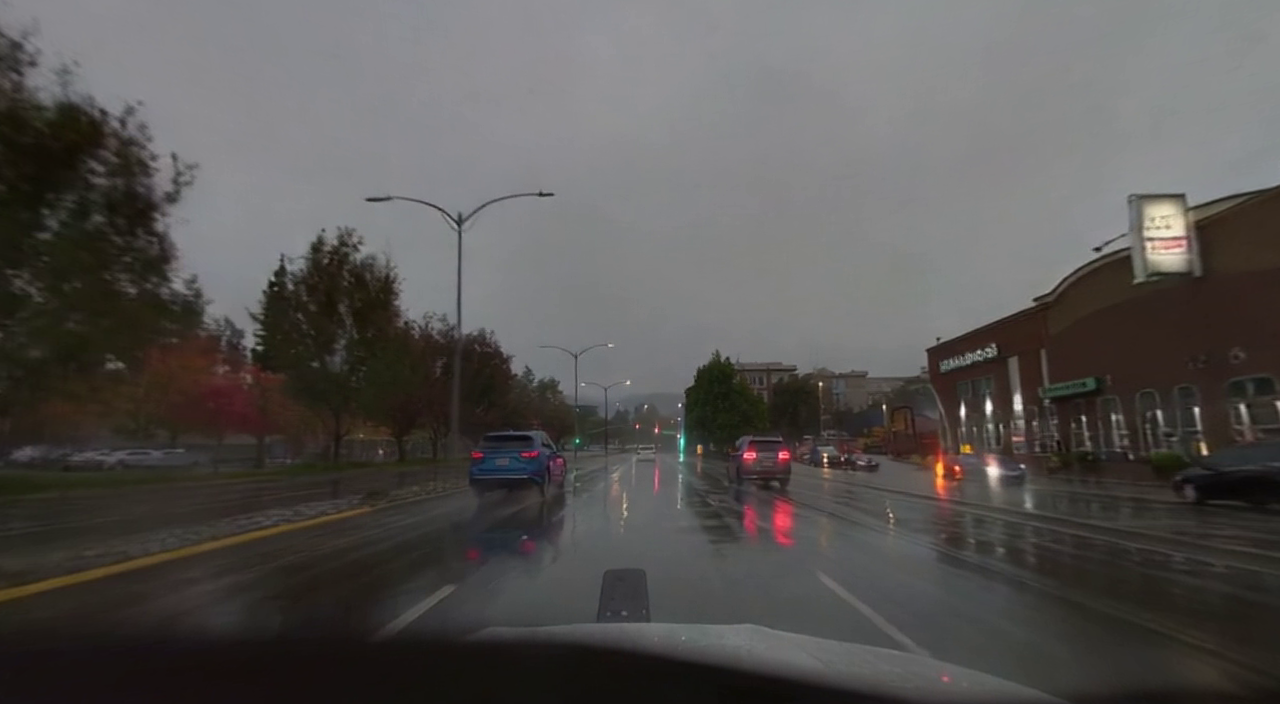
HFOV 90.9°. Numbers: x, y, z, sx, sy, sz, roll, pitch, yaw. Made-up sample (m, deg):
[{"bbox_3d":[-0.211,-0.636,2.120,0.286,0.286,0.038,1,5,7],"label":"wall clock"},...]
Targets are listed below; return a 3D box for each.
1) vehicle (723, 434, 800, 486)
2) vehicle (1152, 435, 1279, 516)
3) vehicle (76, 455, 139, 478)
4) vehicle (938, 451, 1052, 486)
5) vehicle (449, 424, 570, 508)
[{"bbox_3d":[4.518,4.086,24.151,2.083,1.779,4.347,0,-8,0],"label":"vehicle"},{"bbox_3d":[14.865,2.797,14.377,1.932,1.748,4.741,1,-9,-8],"label":"vehicle"},{"bbox_3d":[-38.191,8.183,45.175,4.355,1.541,1.919,-6,-9,29],"label":"vehicle"},{"bbox_3d":[15.790,5.161,28.089,4.133,1.475,1.833,2,-9,-11],"label":"vehicle"},{"bbox_3d":[-3.091,2.820,15.991,2.047,1.810,4.414,0,-8,1],"label":"vehicle"}]
